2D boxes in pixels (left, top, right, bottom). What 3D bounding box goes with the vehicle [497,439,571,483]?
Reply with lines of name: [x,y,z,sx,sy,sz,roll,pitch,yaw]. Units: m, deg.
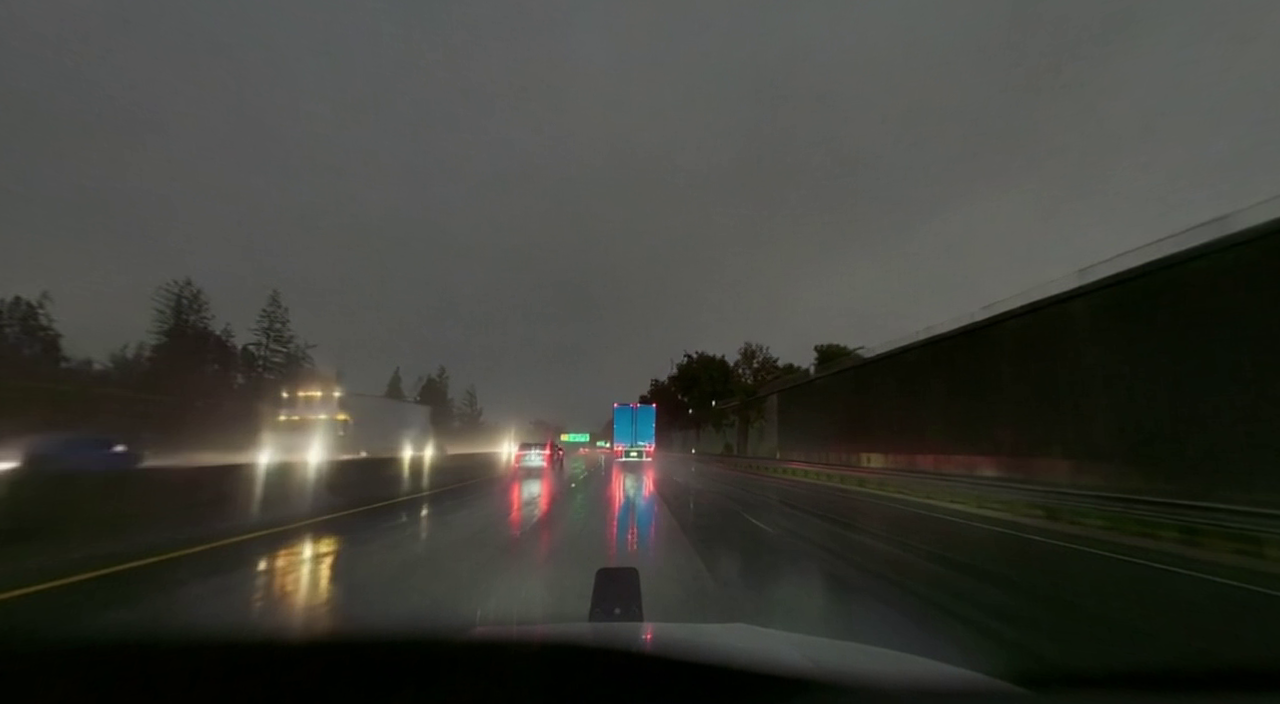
vehicle: [-3.960,4.196,24.283,2.057,1.519,4.372,0,-9,1]

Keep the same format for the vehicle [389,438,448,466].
vehicle: [-13.471,6.103,38.347,2.004,1.564,4.488,0,-9,0]

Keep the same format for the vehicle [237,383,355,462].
vehicle: [-17.312,3.692,32.021,3.288,3.682,4.837,0,-9,-3]

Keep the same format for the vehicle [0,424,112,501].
vehicle: [-13.397,2.195,12.463,1.876,1.486,4.508,0,-9,-1]
